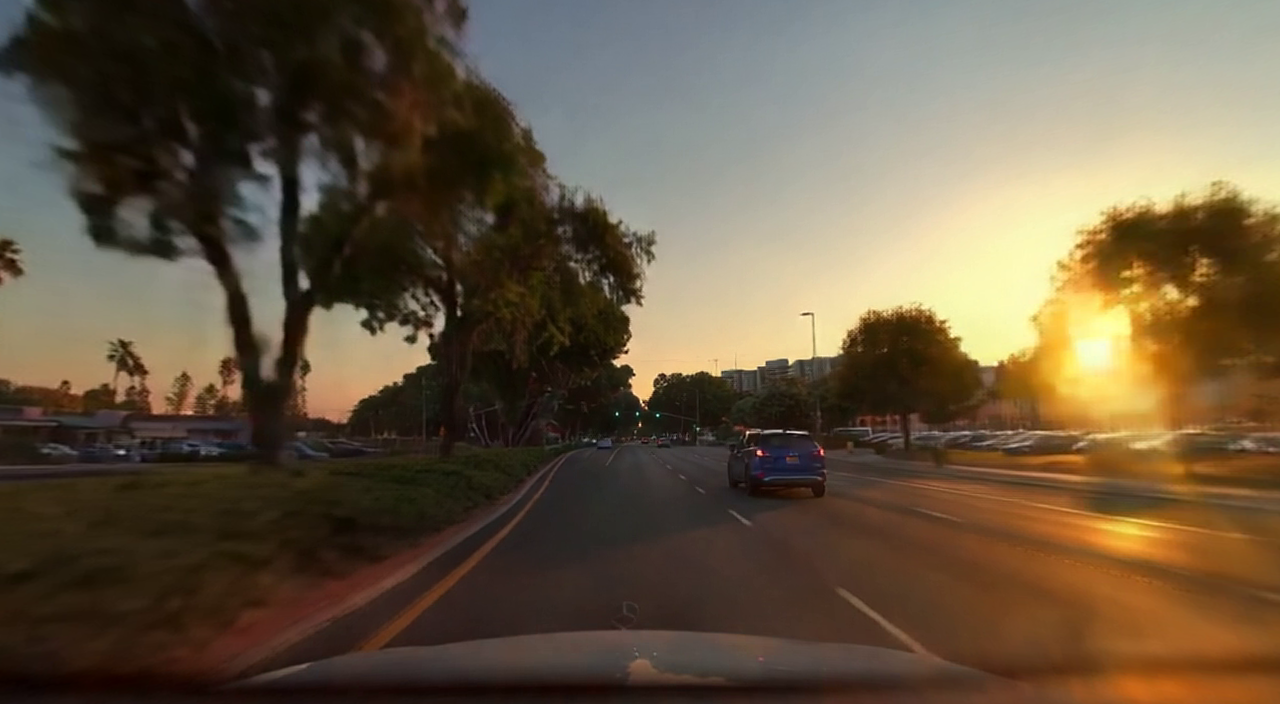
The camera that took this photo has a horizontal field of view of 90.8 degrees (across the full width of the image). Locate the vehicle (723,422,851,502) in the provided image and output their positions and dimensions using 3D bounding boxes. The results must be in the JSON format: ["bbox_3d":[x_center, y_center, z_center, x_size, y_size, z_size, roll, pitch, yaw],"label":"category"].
[{"bbox_3d":[3.425,2.676,15.663,2.072,1.696,4.177,0,-9,-1],"label":"vehicle"}]
